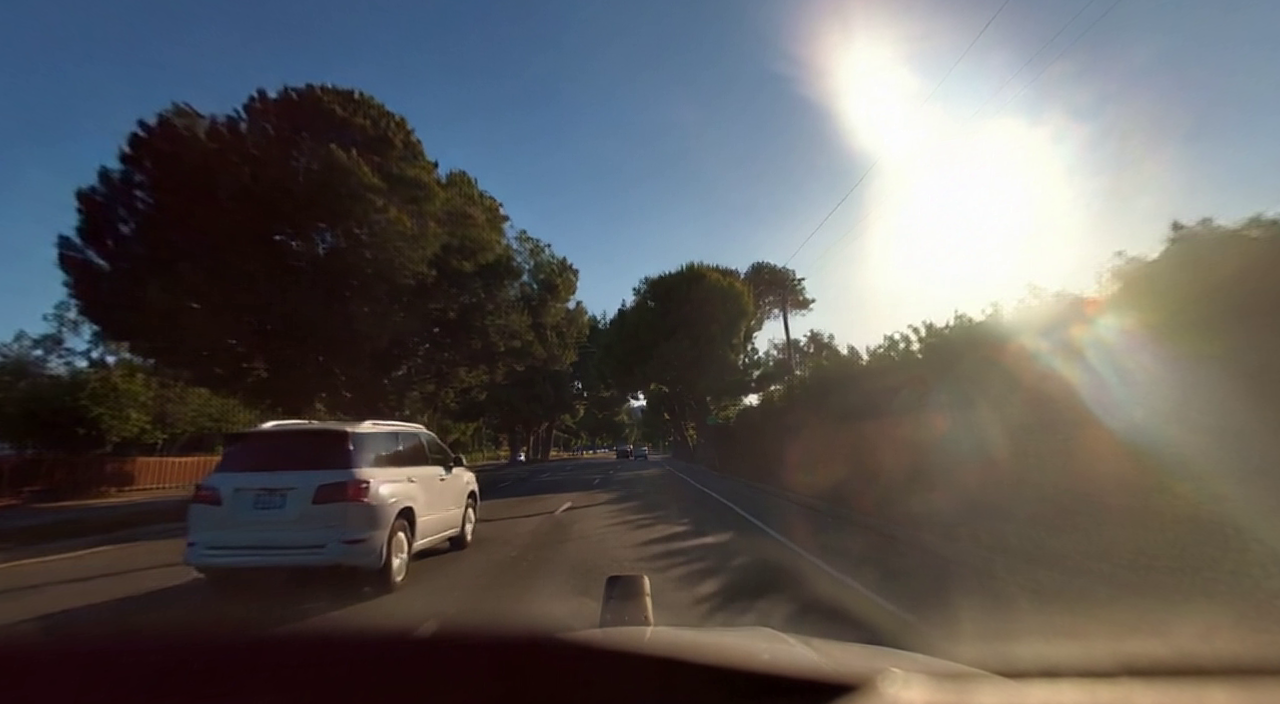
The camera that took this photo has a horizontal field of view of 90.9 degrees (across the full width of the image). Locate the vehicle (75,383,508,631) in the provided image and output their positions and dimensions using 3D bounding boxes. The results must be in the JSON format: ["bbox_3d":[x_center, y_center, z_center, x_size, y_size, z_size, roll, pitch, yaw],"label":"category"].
[{"bbox_3d":[-3.115,1.508,7.155,2.160,1.855,4.695,0,-8,1],"label":"vehicle"}]
